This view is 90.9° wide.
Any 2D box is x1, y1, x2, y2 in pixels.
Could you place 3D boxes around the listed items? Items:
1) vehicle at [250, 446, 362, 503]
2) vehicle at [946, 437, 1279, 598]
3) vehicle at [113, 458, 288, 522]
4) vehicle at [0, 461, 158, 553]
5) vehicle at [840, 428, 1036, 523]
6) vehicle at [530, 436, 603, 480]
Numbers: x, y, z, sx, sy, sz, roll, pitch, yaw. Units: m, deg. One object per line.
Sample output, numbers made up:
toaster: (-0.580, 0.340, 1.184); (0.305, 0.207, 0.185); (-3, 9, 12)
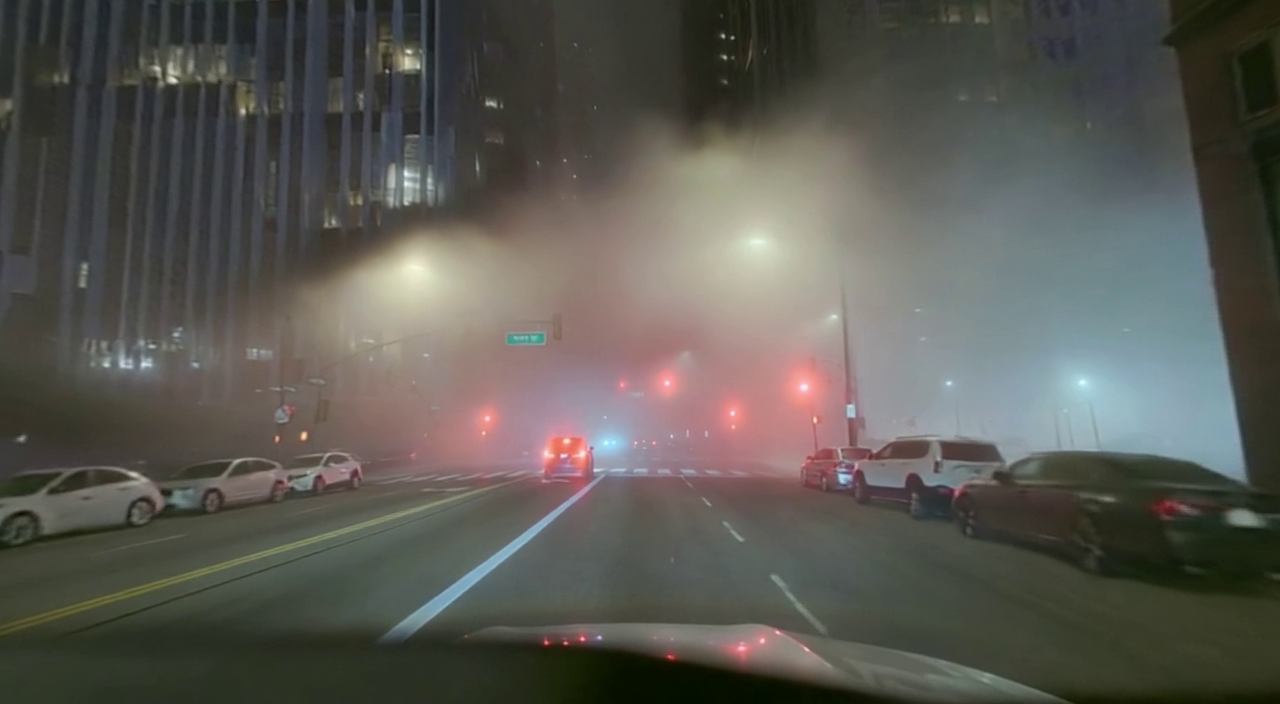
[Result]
vehicle: (-12.132, 4.416, 23.245); (1.890, 1.781, 4.331); (-3, -8, -2)
vehicle: (5.893, 1.864, 8.103); (1.760, 1.471, 4.453); (0, -8, 1)
vehicle: (-12.204, 3.810, 17.965); (1.808, 1.475, 4.550); (0, -8, -2)
vehicle: (-12.244, 3.053, 12.732); (1.845, 1.493, 4.107); (-2, -8, -2)
vehicle: (6.083, 2.562, 13.697); (1.918, 1.674, 4.779); (0, -8, 0)
vehicle: (-2.610, 3.940, 23.674); (2.014, 1.480, 4.780); (0, -8, 2)
